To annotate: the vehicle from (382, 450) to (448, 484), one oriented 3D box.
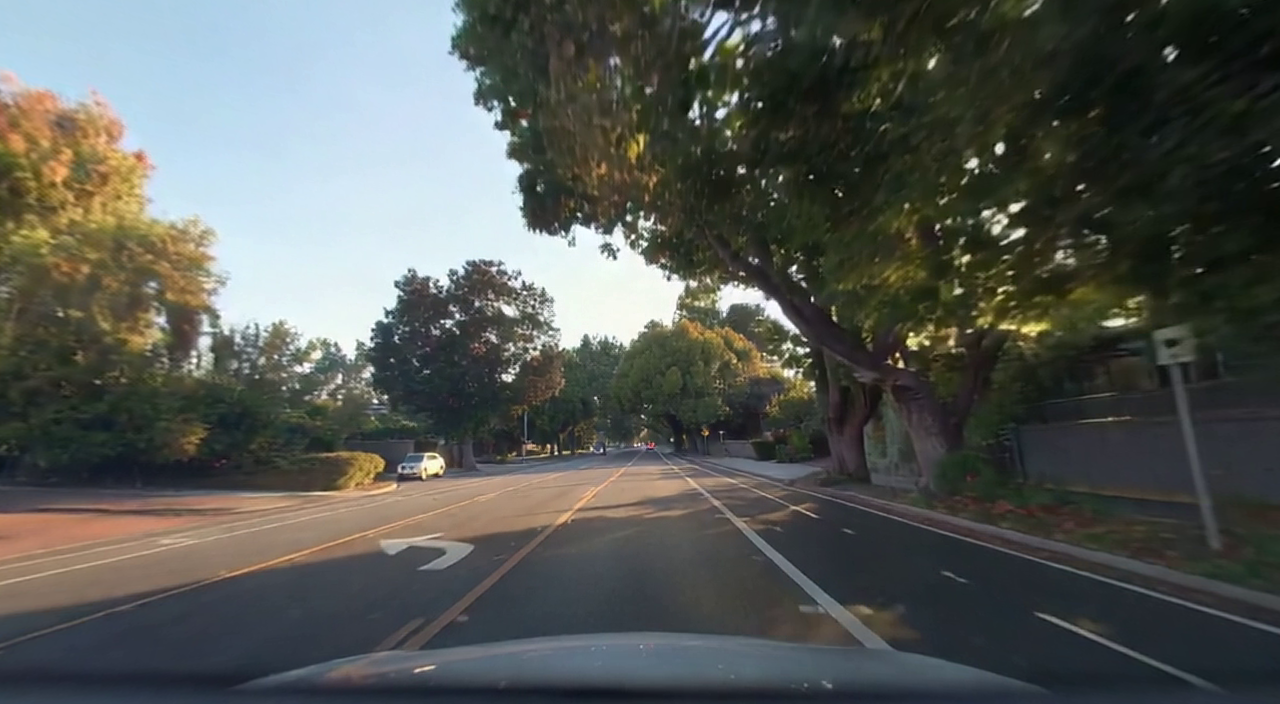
[{"bbox_3d":[-12.316,6.288,34.830,1.921,1.611,4.713,-4,-9,1],"label":"vehicle"}]
